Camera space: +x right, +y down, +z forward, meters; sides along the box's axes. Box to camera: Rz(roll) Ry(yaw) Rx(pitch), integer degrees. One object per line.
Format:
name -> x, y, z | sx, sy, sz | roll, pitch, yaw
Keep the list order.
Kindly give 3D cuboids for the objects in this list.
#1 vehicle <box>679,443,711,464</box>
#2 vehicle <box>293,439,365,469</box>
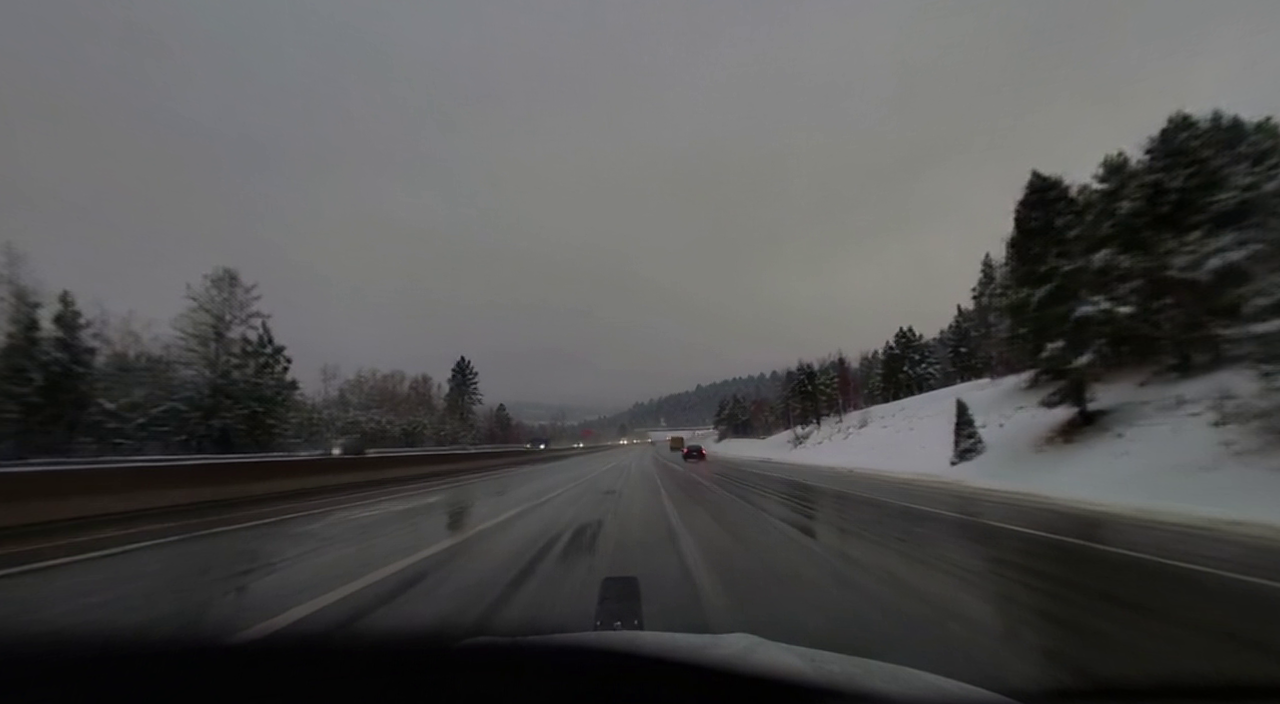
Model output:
vehicle -> 4.199, 7.771, 48.452 | 1.943, 1.490, 4.246 | 0, -8, -1
vehicle -> -19.218, 6.301, 39.136 | 1.966, 1.693, 4.555 | 0, -8, 3
